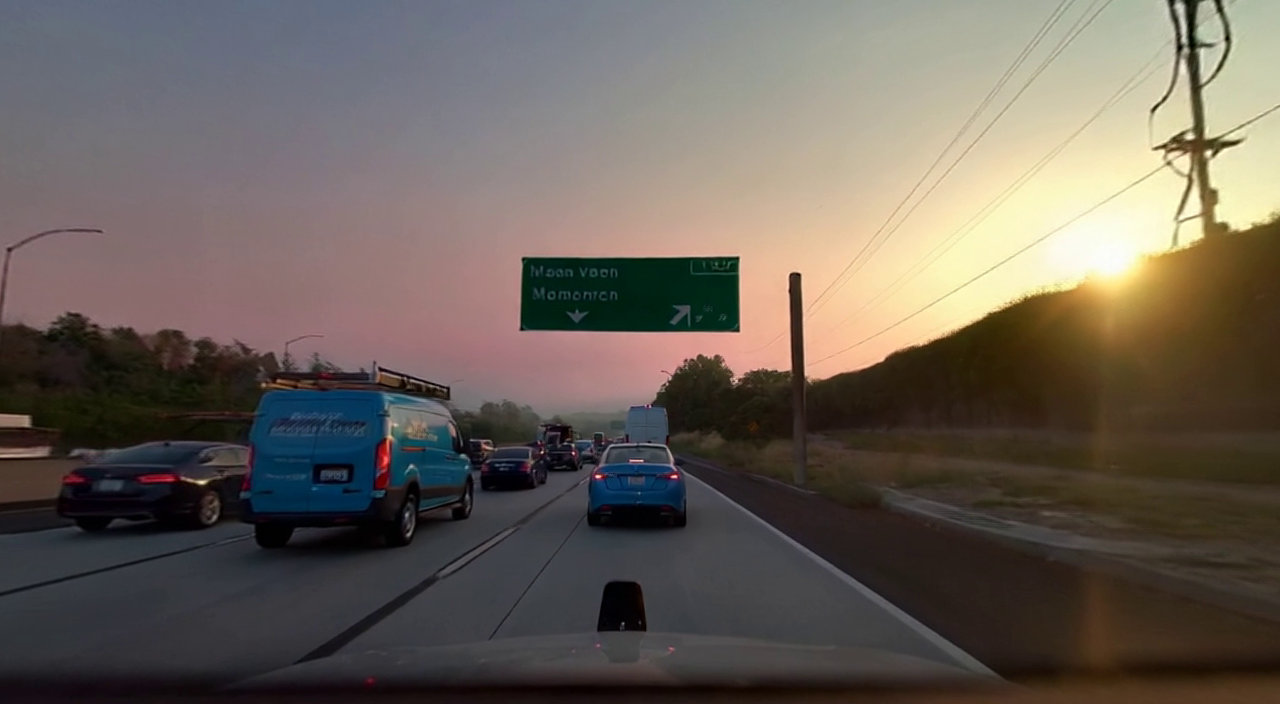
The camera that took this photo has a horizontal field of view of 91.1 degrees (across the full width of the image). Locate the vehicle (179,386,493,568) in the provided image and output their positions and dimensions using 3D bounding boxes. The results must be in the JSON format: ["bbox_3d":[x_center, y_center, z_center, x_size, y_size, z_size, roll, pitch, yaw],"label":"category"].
[{"bbox_3d":[-3.826,1.681,9.122,2.142,1.952,4.556,0,-8,2],"label":"vehicle"}]

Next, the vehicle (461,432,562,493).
[{"bbox_3d":[-3.826,3.392,19.601,2.114,1.657,4.432,0,-8,2],"label":"vehicle"}]

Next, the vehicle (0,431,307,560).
[{"bbox_3d":[-7.415,2.034,9.730,1.933,1.506,4.504,0,-8,1],"label":"vehicle"}]

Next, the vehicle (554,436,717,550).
[{"bbox_3d":[-0.064,2.090,10.046,2.054,1.421,4.090,0,-8,0],"label":"vehicle"}]
